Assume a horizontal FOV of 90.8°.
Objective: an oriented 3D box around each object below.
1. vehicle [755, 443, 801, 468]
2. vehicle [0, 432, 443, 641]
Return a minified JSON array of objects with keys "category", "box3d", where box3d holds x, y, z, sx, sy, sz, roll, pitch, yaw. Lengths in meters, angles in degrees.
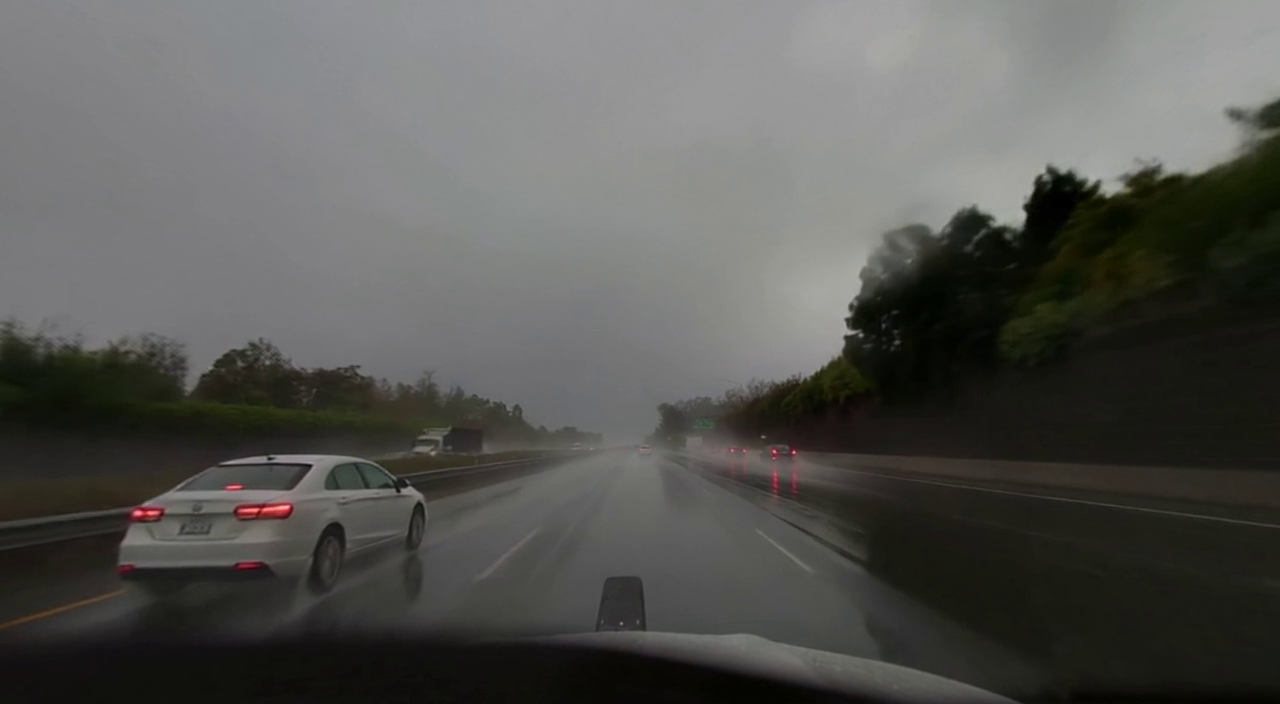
[{"category":"vehicle","box3d":[8.683,6.571,40.160,1.884,1.485,4.600,0,-9,0]},{"category":"vehicle","box3d":[-3.801,1.653,6.768,1.873,1.438,4.546,-1,-9,1]}]
